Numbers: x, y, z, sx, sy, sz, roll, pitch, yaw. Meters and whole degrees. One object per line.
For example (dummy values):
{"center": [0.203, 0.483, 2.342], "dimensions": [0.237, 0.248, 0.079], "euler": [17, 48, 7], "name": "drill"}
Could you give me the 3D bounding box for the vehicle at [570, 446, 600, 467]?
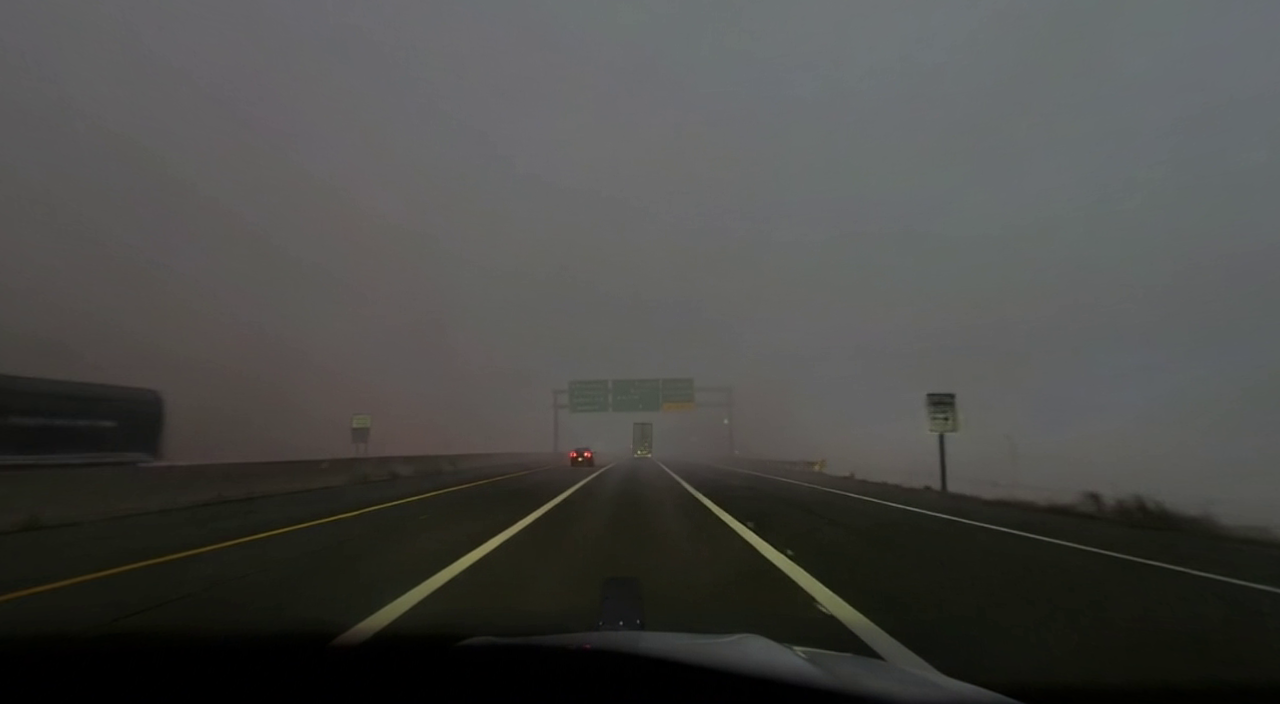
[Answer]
{"center": [-4.069, 7.819, 47.167], "dimensions": [1.886, 1.465, 4.119], "euler": [0, -9, -1], "name": "vehicle"}
